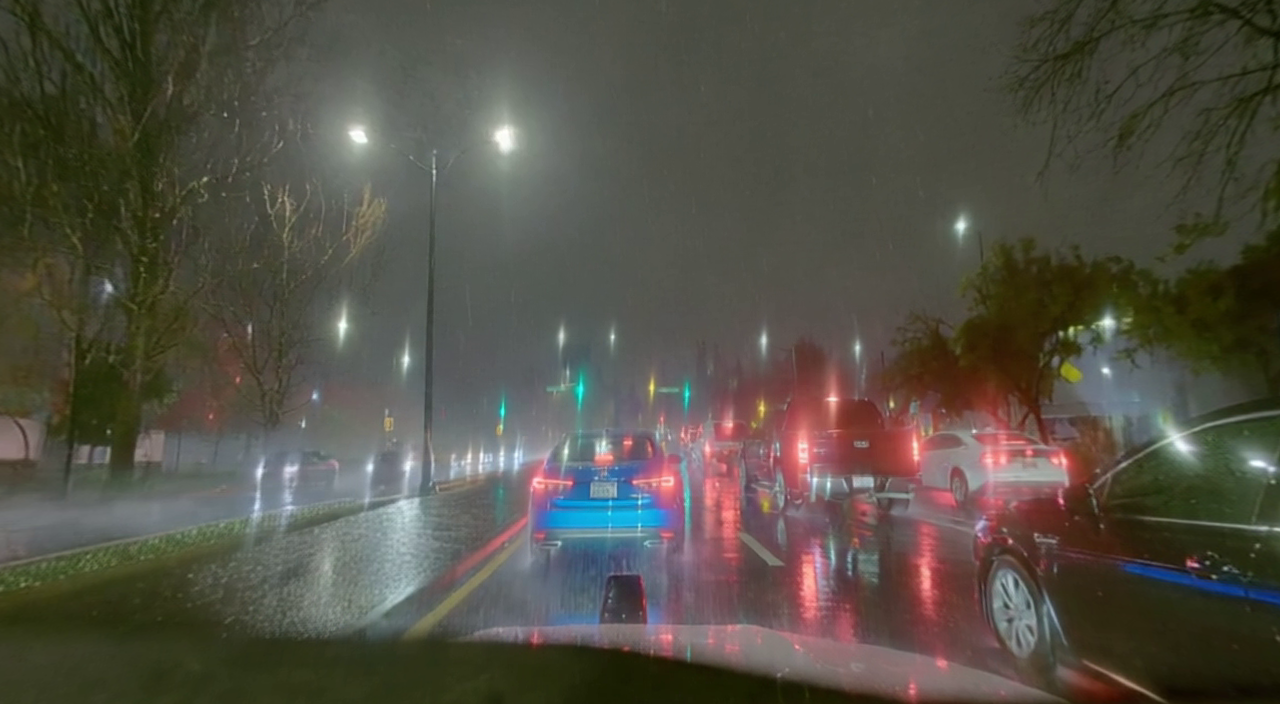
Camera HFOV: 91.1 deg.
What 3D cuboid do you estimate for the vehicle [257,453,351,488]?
[{"bbox_3d":[-16.284,5.753,30.732,1.921,1.499,4.566,0,-9,2],"label":"vehicle"}]

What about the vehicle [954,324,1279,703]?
[{"bbox_3d":[3.164,0.760,2.071,1.982,1.709,4.427,0,-9,1],"label":"vehicle"}]

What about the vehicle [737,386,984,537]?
[{"bbox_3d":[3.522,1.955,11.703,2.444,2.098,5.766,0,-9,-1],"label":"vehicle"}]

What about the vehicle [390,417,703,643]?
[{"bbox_3d":[-0.576,1.500,6.322,2.111,1.506,4.018,0,-9,2],"label":"vehicle"}]
